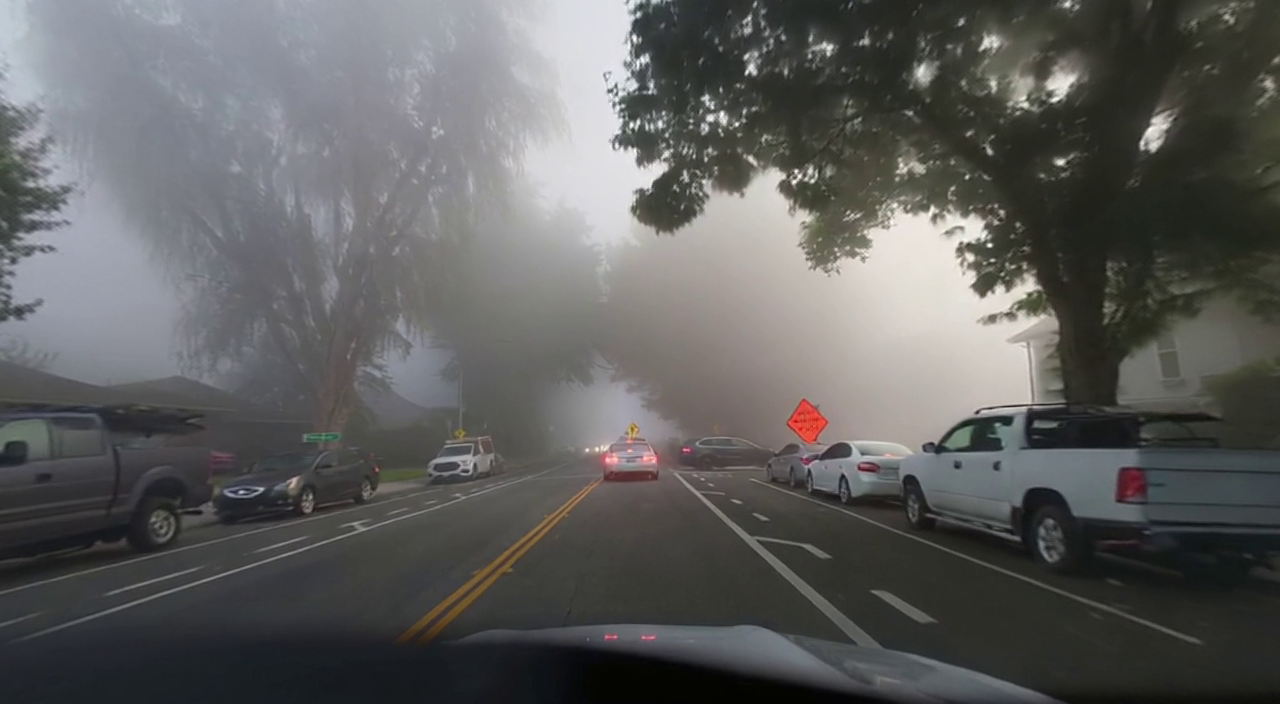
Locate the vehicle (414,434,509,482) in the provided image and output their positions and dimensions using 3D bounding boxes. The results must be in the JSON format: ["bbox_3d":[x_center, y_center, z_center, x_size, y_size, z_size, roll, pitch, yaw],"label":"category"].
[{"bbox_3d":[-8.222,4.960,29.789,2.659,2.047,6.014,0,-8,0],"label":"vehicle"}]

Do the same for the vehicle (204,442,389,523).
[{"bbox_3d":[-8.062,3.056,15.389,2.036,1.676,4.440,0,-8,-1],"label":"vehicle"}]

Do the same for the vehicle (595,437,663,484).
[{"bbox_3d":[-0.317,3.767,22.130,2.151,1.481,4.084,0,-8,1],"label":"vehicle"}]

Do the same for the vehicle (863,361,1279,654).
[{"bbox_3d":[4.818,1.461,7.228,2.279,1.946,5.925,0,-8,-1],"label":"vehicle"}]

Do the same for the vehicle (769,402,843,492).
[{"bbox_3d":[5.200,3.007,20.008,1.409,2.648,2.645,0,-9,-4],"label":"vehicle"}]

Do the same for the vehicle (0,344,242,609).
[{"bbox_3d":[-7.618,1.450,7.676,2.526,2.631,4.228,0,-8,2],"label":"vehicle"}]

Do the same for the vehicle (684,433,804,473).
[{"bbox_3d":[5.192,5.005,31.443,5.503,1.853,2.218,-3,-9,21],"label":"vehicle"}]
